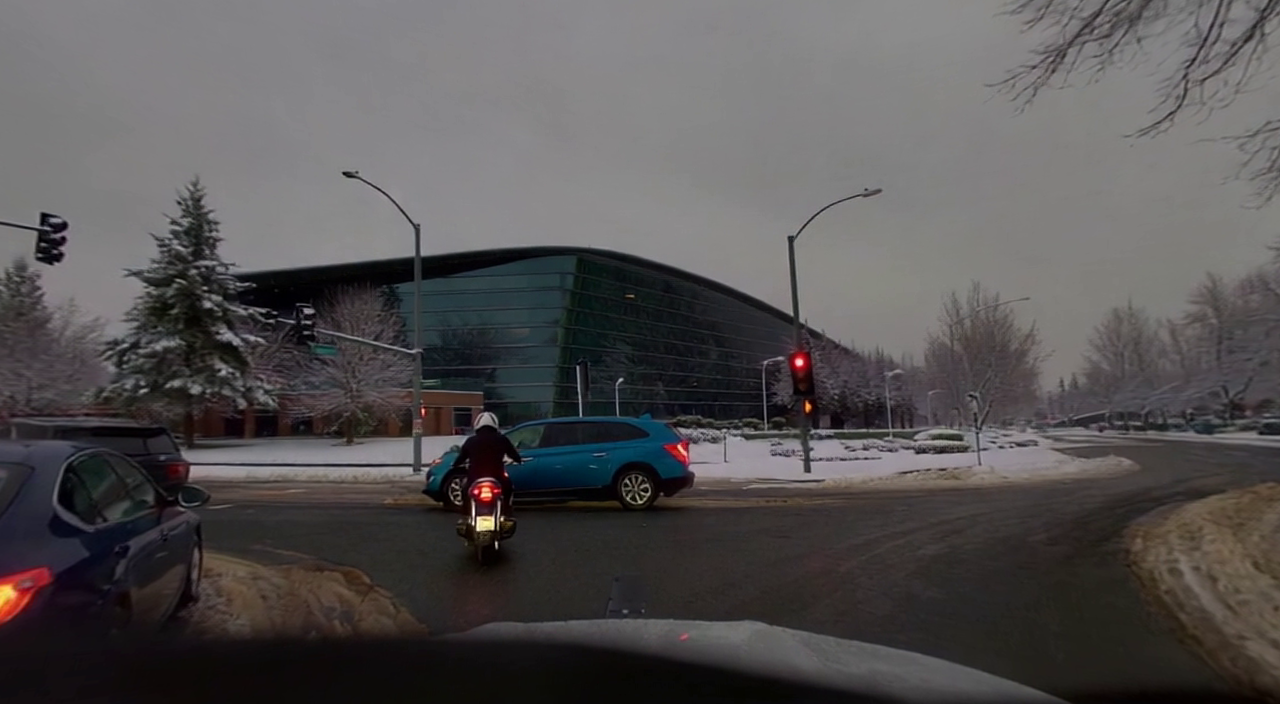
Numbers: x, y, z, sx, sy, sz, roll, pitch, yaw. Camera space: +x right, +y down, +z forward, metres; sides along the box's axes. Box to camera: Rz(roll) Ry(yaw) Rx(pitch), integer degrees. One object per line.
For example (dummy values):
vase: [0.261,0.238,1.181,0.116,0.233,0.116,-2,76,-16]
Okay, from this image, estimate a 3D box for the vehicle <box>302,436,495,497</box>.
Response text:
vehicle: [-6.336,3.033,16.858,4.401,1.480,1.864,-1,-8,5]

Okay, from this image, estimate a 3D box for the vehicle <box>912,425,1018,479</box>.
vehicle: [11.430,3.455,22.023,2.084,1.656,4.583,-8,-11,41]

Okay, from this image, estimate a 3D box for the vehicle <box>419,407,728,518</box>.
vehicle: [-1.369,2.216,13.152,5.833,1.960,2.341,2,-9,-13]

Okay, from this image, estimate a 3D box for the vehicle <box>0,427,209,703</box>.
vehicle: [-4.670,1.331,4.634,2.009,1.450,4.182,6,-11,-39]
